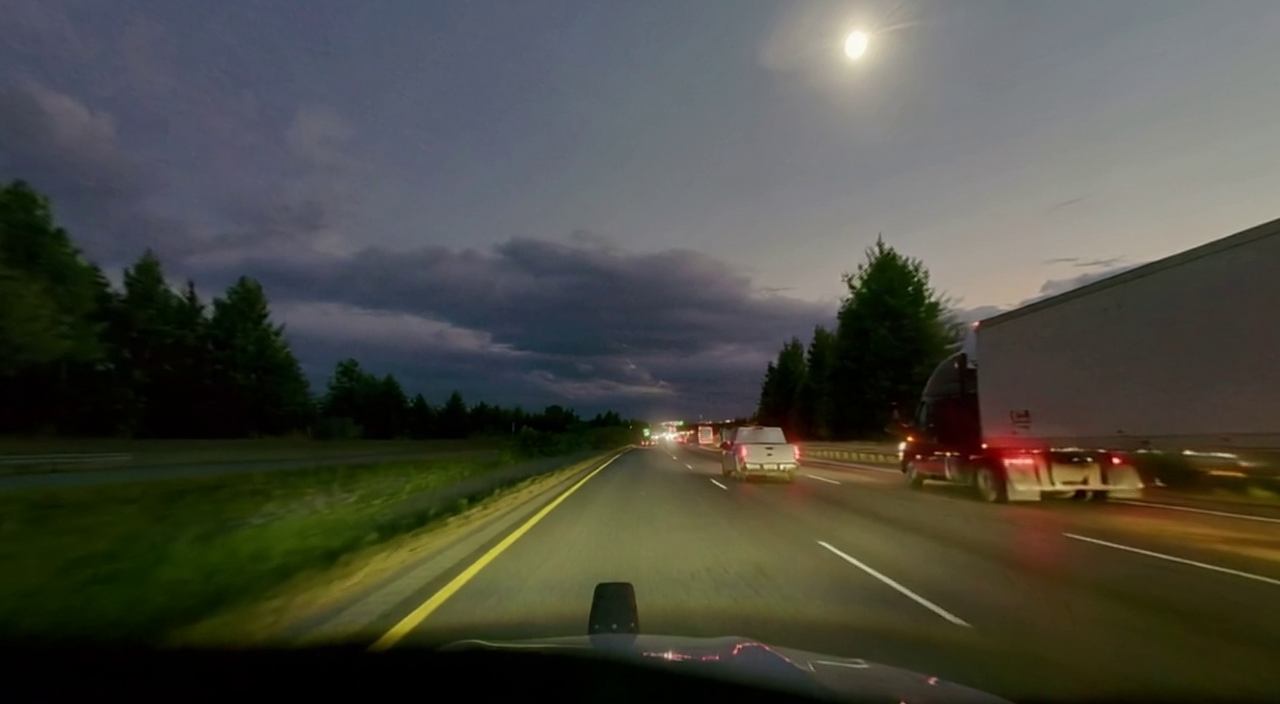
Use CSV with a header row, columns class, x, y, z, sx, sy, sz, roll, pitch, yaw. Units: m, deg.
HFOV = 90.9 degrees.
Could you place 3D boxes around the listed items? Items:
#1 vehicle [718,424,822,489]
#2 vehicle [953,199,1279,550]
class,x,y,z,sx,sy,sz,roll,pitch,yaw
vehicle,3.694,3.041,18.801,2.011,1.672,4.415,0,-8,-2
vehicle,9.259,0.295,7.678,3.440,4.093,13.944,0,-8,-1
